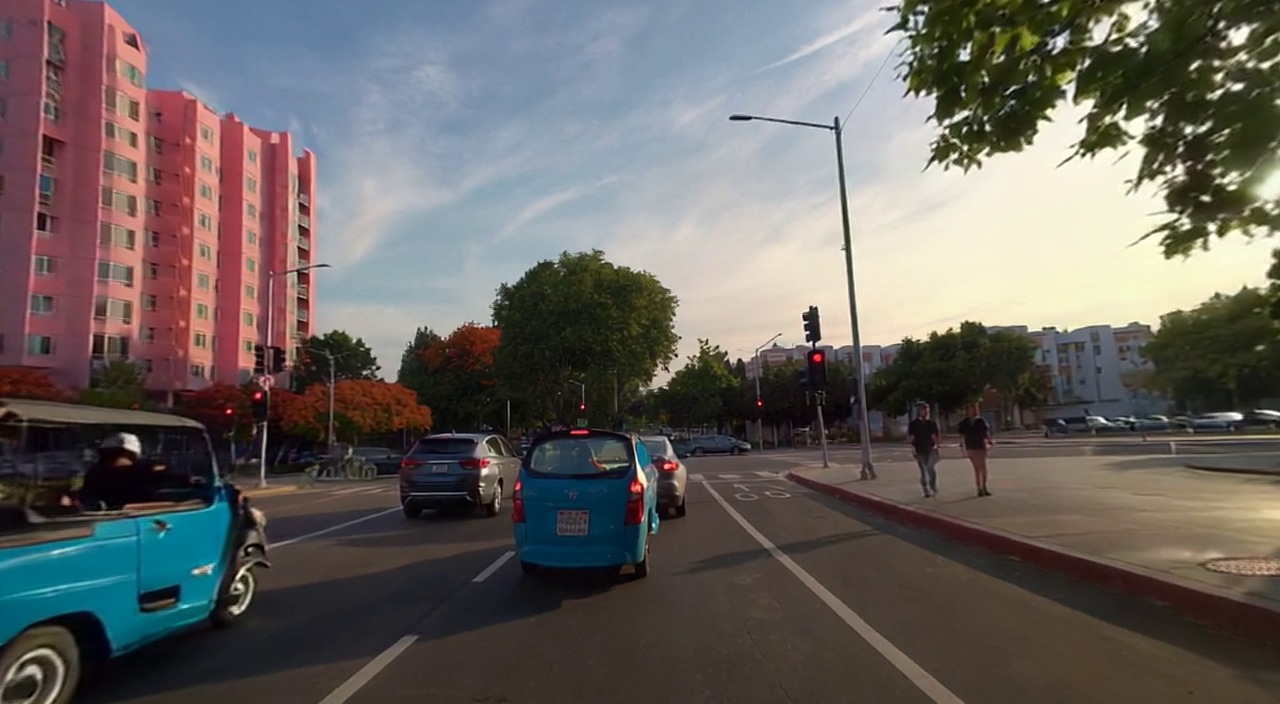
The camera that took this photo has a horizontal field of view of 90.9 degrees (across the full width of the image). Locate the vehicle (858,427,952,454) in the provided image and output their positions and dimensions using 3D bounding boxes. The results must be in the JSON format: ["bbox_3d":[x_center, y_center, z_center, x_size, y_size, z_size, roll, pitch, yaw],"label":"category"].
[{"bbox_3d":[15.323,5.177,36.580,4.661,1.456,1.862,-6,-10,34],"label":"vehicle"}]

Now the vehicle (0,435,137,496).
[{"bbox_3d":[-28.890,5.642,31.353,5.890,2.393,2.346,-5,-7,1],"label":"vehicle"}]

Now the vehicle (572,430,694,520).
[{"bbox_3d":[-0.077,2.359,12.578,2.025,1.458,4.085,-1,-9,1],"label":"vehicle"}]

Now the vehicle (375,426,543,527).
[{"bbox_3d":[-3.261,2.330,12.331,1.935,1.615,4.073,-1,-9,2],"label":"vehicle"}]

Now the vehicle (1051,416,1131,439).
[{"bbox_3d":[30.820,5.193,43.142,1.751,1.420,4.027,8,-12,-42],"label":"vehicle"}]

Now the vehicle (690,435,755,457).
[{"bbox_3d":[5.821,6.630,44.325,4.511,1.464,1.816,6,-11,-37],"label":"vehicle"}]
